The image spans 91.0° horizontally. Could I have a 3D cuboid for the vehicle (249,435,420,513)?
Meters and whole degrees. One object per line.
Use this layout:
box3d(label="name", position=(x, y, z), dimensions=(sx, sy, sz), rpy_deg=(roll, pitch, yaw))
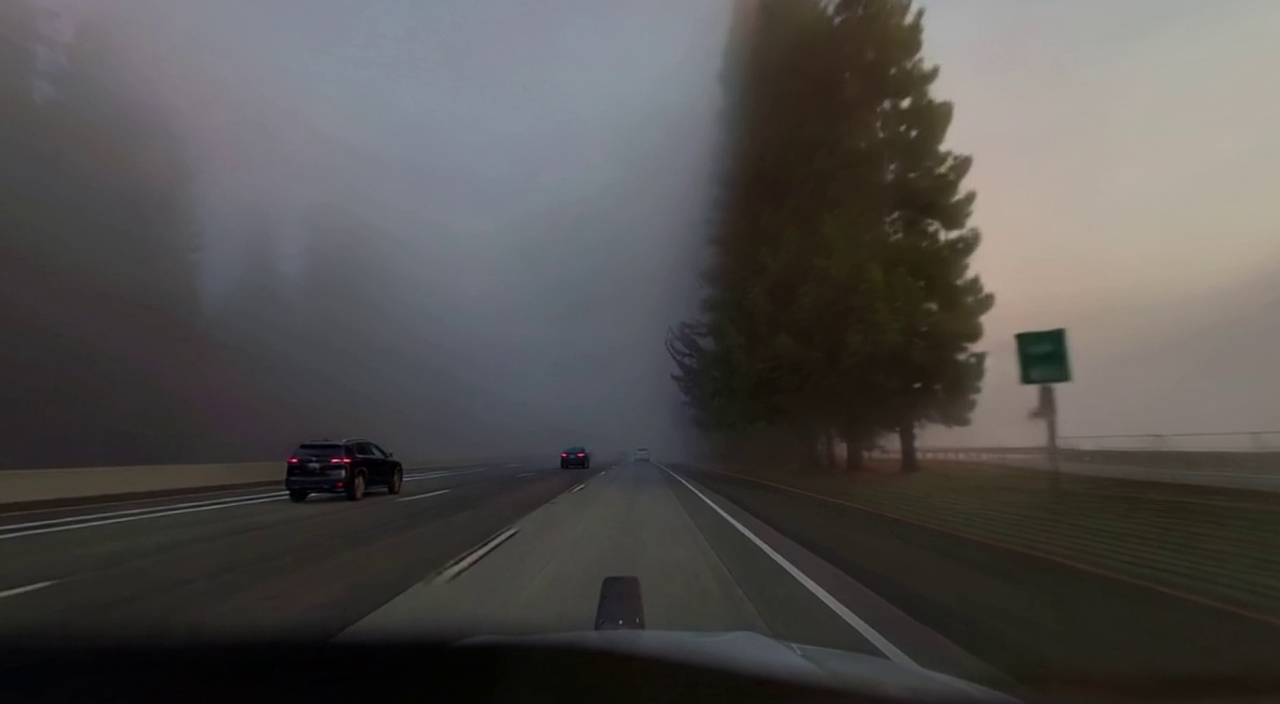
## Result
box3d(label="vehicle", position=(-7.179, 2.893, 15.375), dimensions=(2.007, 1.616, 4.141), rpy_deg=(0, -9, 1))

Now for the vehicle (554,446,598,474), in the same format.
box3d(label="vehicle", position=(-3.794, 6.537, 38.338), dimensions=(2.104, 1.558, 4.639), rpy_deg=(0, -9, 1))
